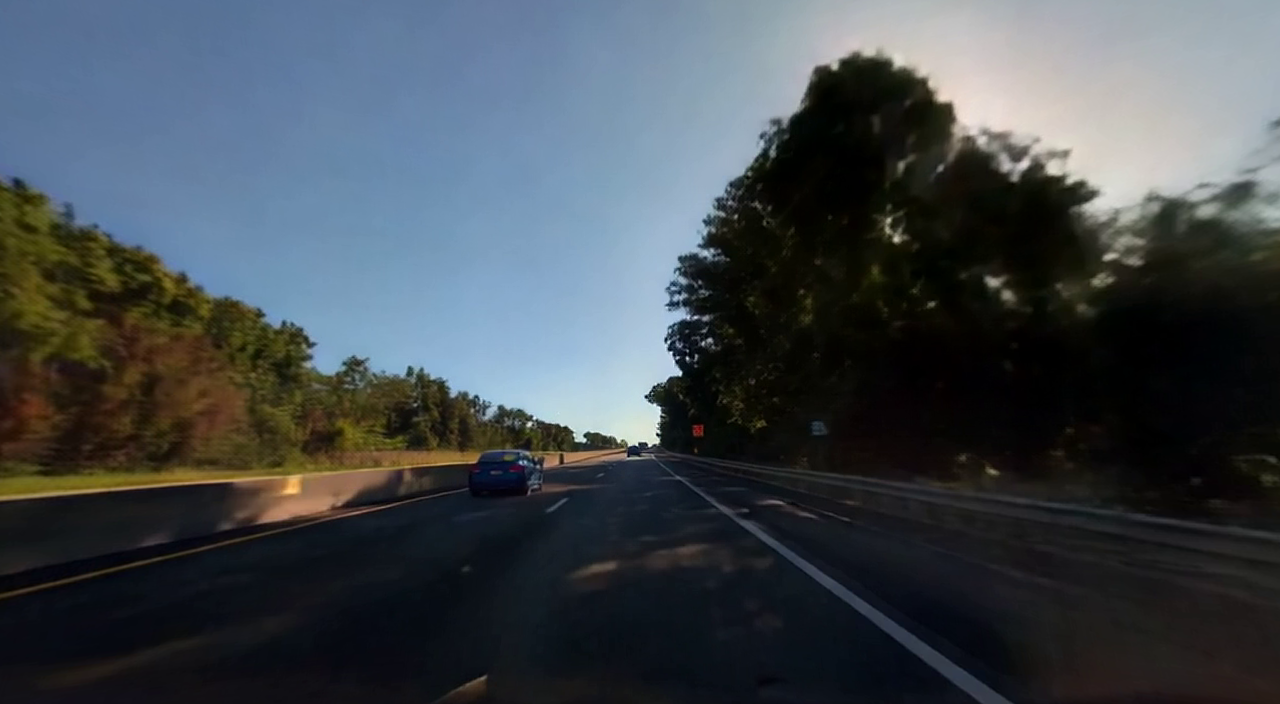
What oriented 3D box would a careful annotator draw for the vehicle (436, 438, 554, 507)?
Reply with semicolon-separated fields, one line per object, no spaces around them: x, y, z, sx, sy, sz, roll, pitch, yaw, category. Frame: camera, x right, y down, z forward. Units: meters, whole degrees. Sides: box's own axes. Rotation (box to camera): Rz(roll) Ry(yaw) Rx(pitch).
-3.615;3.083;16.600;2.088;1.586;4.000;0;-9;1;vehicle
